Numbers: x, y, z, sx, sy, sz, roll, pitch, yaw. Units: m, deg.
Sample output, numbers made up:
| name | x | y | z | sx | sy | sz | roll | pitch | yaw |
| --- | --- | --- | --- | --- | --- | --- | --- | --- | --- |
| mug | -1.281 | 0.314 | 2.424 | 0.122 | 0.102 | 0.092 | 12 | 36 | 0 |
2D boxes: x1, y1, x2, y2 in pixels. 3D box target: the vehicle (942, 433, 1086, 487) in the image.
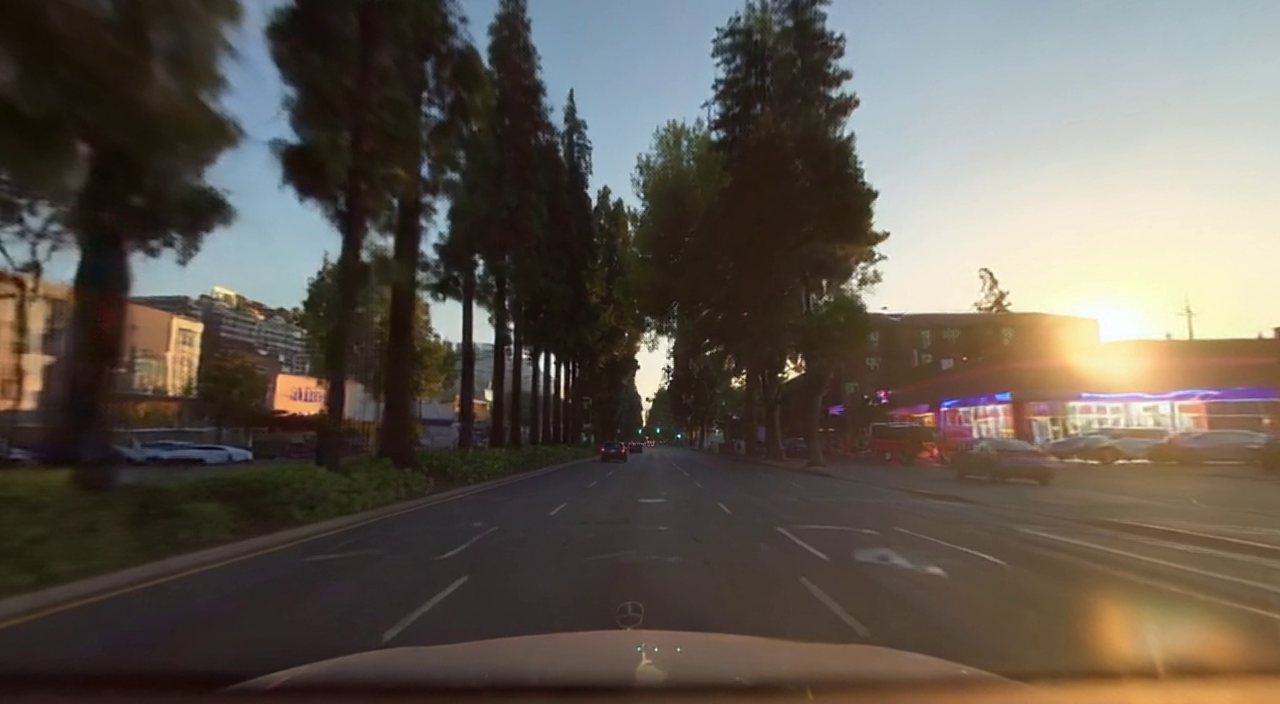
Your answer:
| name | x | y | z | sx | sy | sz | roll | pitch | yaw |
| --- | --- | --- | --- | --- | --- | --- | --- | --- | --- |
| vehicle | 11.682 | 3.385 | 20.117 | 1.967 | 1.500 | 4.353 | -1 | -8 | 1 |

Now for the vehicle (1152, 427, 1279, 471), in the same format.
| name | x | y | z | sx | sy | sz | roll | pitch | yaw |
| --- | --- | --- | --- | --- | --- | --- | --- | --- | --- |
| vehicle | 21.348 | 3.541 | 23.265 | 4.674 | 1.471 | 1.954 | 4 | -9 | -28 |

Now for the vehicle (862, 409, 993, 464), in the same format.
| name | x | y | z | sx | sy | sz | roll | pitch | yaw |
| --- | --- | --- | --- | --- | --- | --- | --- | --- | --- |
| vehicle | 15.211 | 4.504 | 33.638 | 5.820 | 2.752 | 2.234 | 0 | -8 | -1 |
